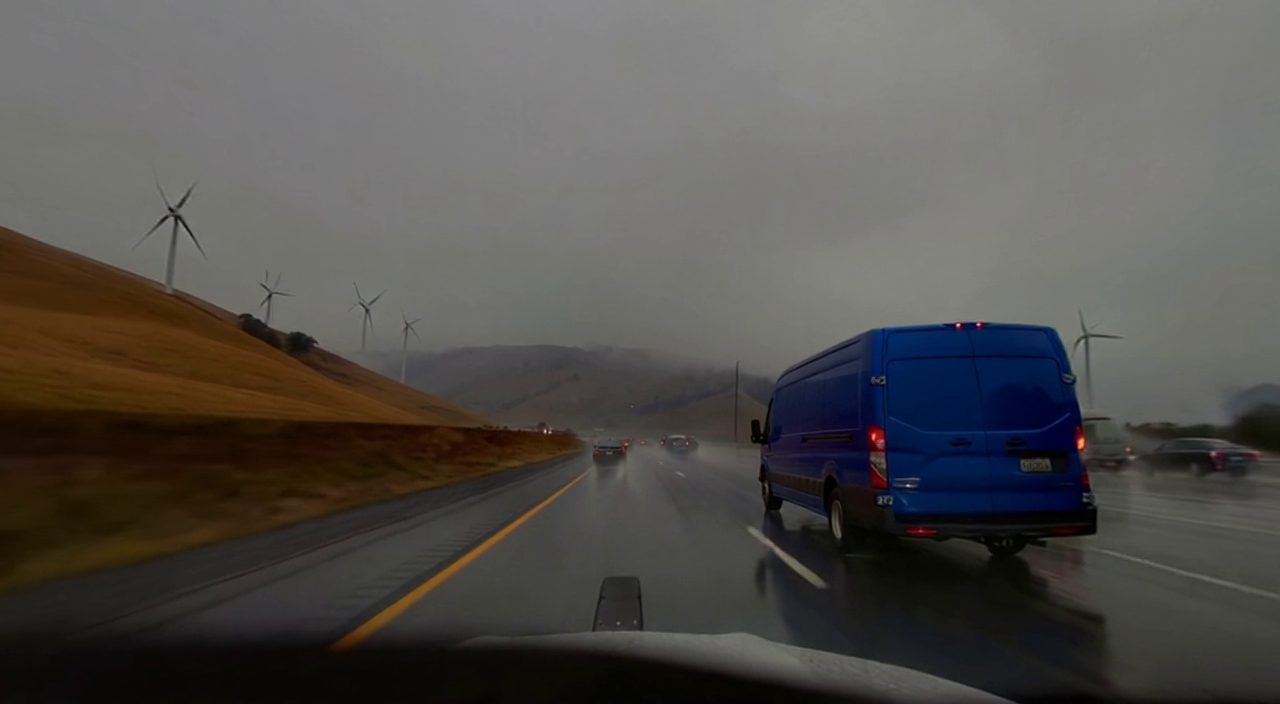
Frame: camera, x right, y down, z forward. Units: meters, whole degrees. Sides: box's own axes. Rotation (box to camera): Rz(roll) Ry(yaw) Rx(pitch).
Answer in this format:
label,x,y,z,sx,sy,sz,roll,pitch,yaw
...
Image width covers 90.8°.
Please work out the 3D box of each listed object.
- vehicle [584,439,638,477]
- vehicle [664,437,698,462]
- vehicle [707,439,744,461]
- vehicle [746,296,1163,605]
label,x,y,z,sx,sy,sz,roll,pitch,yaw
vehicle,-1.151,4.401,26.506,2.082,1.445,3.826,0,-8,-1
vehicle,2.938,7.076,46.062,2.108,1.717,3.996,0,-8,-1
vehicle,6.362,7.370,47.564,1.958,1.514,4.930,0,-8,-2
vehicle,3.147,1.224,8.318,2.365,2.630,5.754,0,-8,-1
